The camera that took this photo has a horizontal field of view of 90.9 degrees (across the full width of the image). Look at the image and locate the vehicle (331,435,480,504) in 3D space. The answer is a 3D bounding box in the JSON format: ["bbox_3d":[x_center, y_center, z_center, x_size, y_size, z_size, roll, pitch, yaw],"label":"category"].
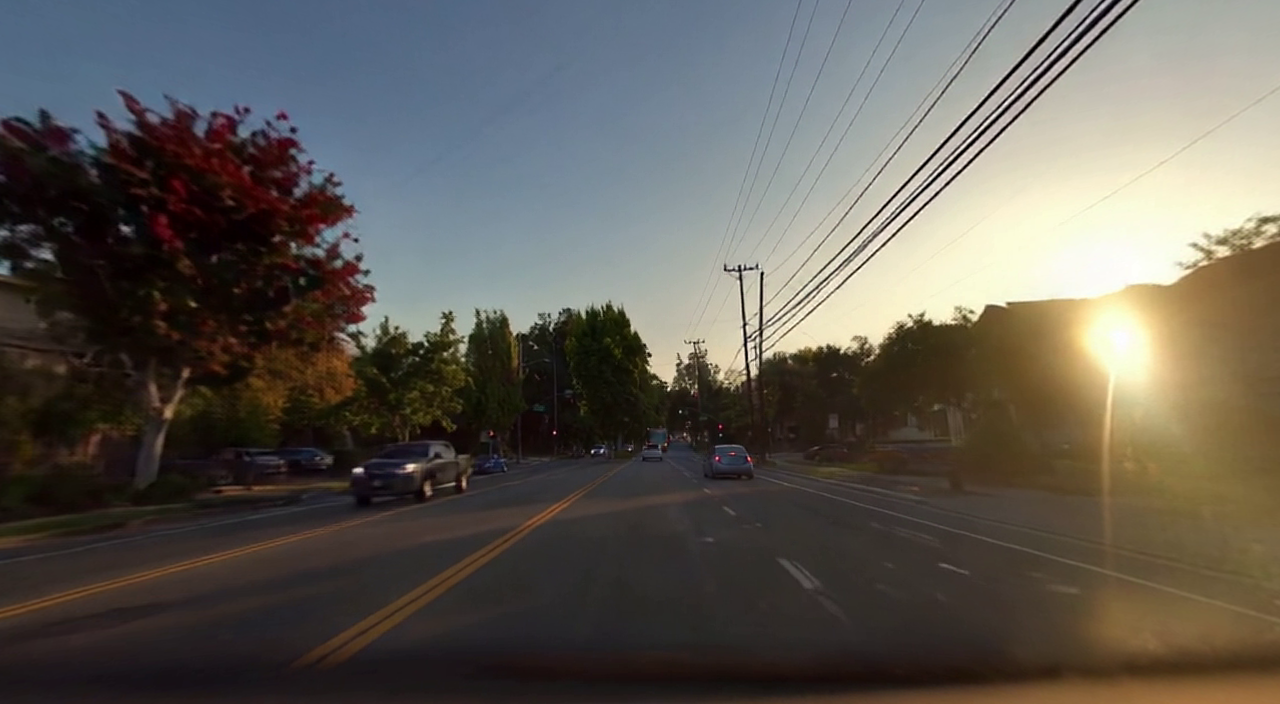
[{"bbox_3d":[-6.872,3.500,19.346,2.303,1.789,5.423,0,-8,2],"label":"vehicle"}]

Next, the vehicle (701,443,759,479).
[{"bbox_3d":[3.973,4.863,28.485,1.951,1.479,4.487,0,-8,0],"label":"vehicle"}]

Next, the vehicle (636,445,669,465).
[{"bbox_3d":[0.897,7.606,46.820,2.298,1.359,4.081,0,-8,1],"label":"vehicle"}]

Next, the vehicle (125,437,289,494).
[{"bbox_3d":[-16.451,4.276,24.479,2.244,1.851,5.751,-2,-8,1],"label":"vehicle"}]
